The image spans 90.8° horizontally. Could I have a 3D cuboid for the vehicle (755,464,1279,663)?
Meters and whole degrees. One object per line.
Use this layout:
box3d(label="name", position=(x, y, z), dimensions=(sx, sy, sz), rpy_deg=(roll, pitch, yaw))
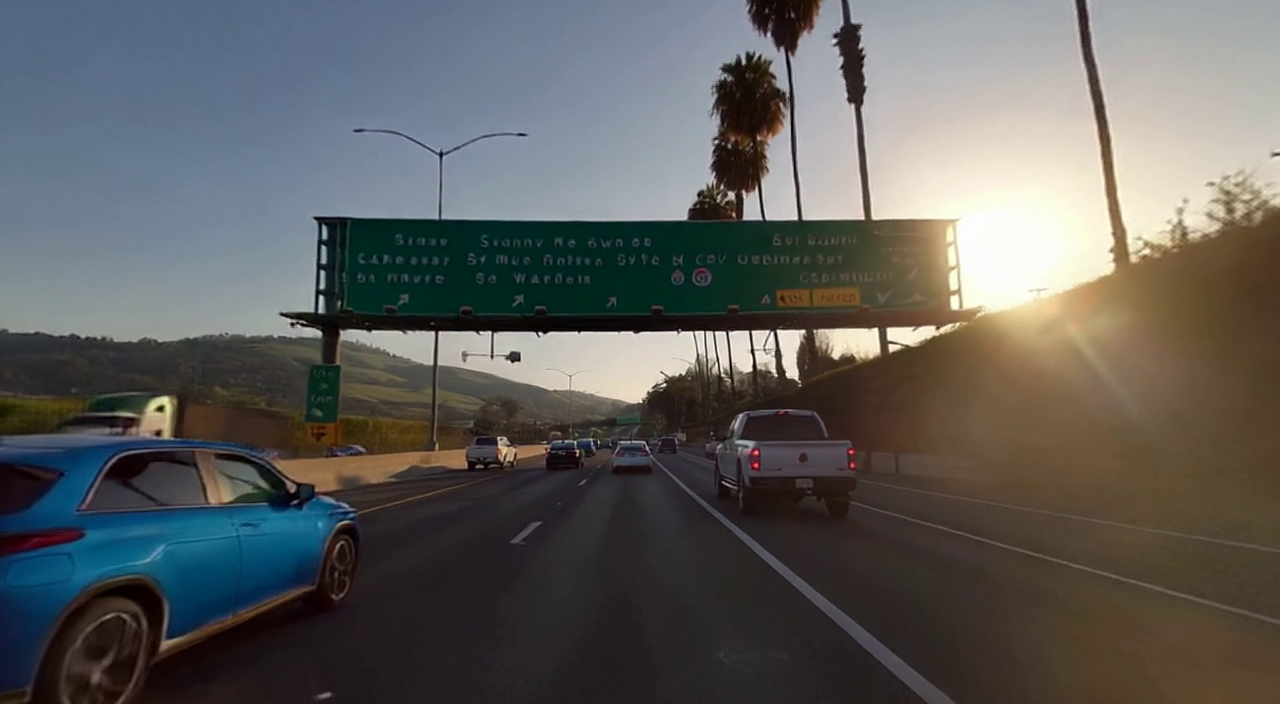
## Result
box3d(label="vehicle", position=(3.086, 1.777, 6.653), dimensions=(2.635, 1.036, 5.568), rpy_deg=(0, -9, -1))

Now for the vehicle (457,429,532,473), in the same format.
box3d(label="vehicle", position=(-7.004, 4.881, 31.194), dimensions=(2.344, 1.954, 5.579), rpy_deg=(0, -9, 0))

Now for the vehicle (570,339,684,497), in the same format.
box3d(label="vehicle", position=(-0.264, 2.477, 21.602), dimensions=(2.906, 4.040, 10.743), rpy_deg=(0, -9, 1))

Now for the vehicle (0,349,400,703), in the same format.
box3d(label="vehicle", position=(-3.222, 1.082, 3.889), dimensions=(1.885, 1.654, 4.103), rpy_deg=(0, -9, 0))
